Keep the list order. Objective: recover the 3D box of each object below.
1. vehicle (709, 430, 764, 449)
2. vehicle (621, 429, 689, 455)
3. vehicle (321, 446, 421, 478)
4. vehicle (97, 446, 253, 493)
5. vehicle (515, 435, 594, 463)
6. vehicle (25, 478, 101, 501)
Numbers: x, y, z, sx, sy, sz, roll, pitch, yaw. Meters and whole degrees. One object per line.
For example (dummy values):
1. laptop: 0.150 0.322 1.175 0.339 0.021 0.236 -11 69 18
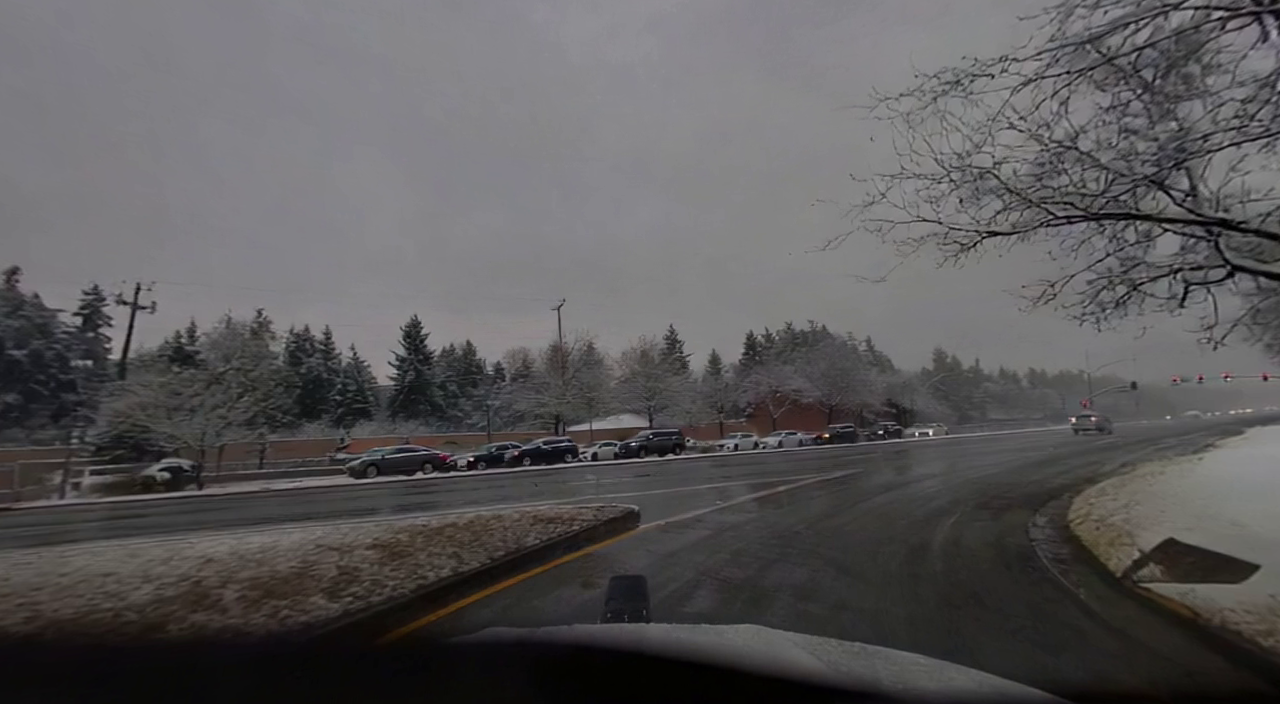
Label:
1. vehicle: 7.660 6.959 49.887 4.377 1.473 1.832 7 -11 -38
2. vehicle: 1.114 6.427 44.918 4.662 1.758 1.969 7 -11 -39
3. vehicle: -13.977 5.679 32.842 4.399 1.497 1.777 7 -11 -38
4. vehicle: -20.290 5.089 27.715 5.256 1.838 2.002 7 -11 -38
5. vehicle: -5.312 6.094 39.589 4.600 1.642 1.876 7 -11 -40
6. vehicle: -42.238 10.044 46.134 4.321 1.502 1.782 -2 -9 13
